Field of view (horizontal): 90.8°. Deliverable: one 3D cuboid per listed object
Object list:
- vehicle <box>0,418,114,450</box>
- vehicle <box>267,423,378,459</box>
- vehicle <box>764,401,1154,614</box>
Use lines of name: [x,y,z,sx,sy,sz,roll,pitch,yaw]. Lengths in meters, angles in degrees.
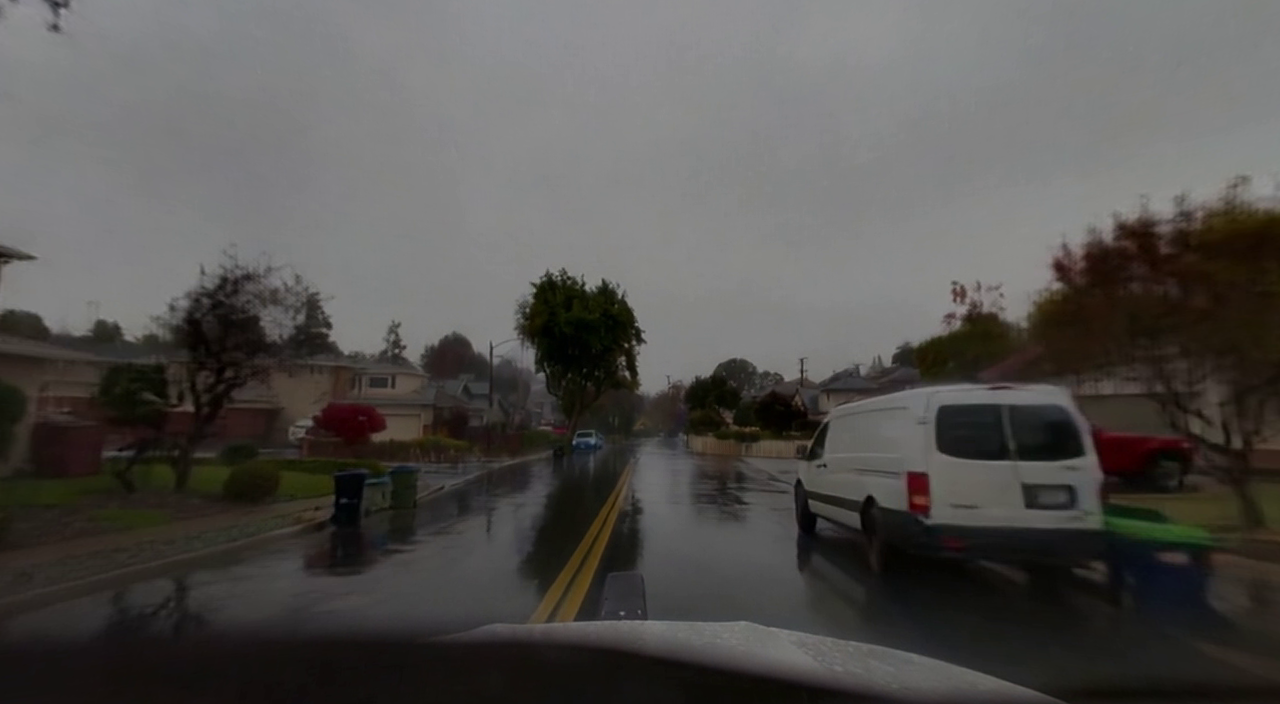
vehicle: [-31.382,4.434,33.915,4.562,1.613,1.979,0,-10,3]
vehicle: [-16.818,4.777,33.683,4.722,1.730,2.109,0,-11,3]
vehicle: [3.096,1.629,7.853,2.074,1.646,5.457,1,-8,1]
